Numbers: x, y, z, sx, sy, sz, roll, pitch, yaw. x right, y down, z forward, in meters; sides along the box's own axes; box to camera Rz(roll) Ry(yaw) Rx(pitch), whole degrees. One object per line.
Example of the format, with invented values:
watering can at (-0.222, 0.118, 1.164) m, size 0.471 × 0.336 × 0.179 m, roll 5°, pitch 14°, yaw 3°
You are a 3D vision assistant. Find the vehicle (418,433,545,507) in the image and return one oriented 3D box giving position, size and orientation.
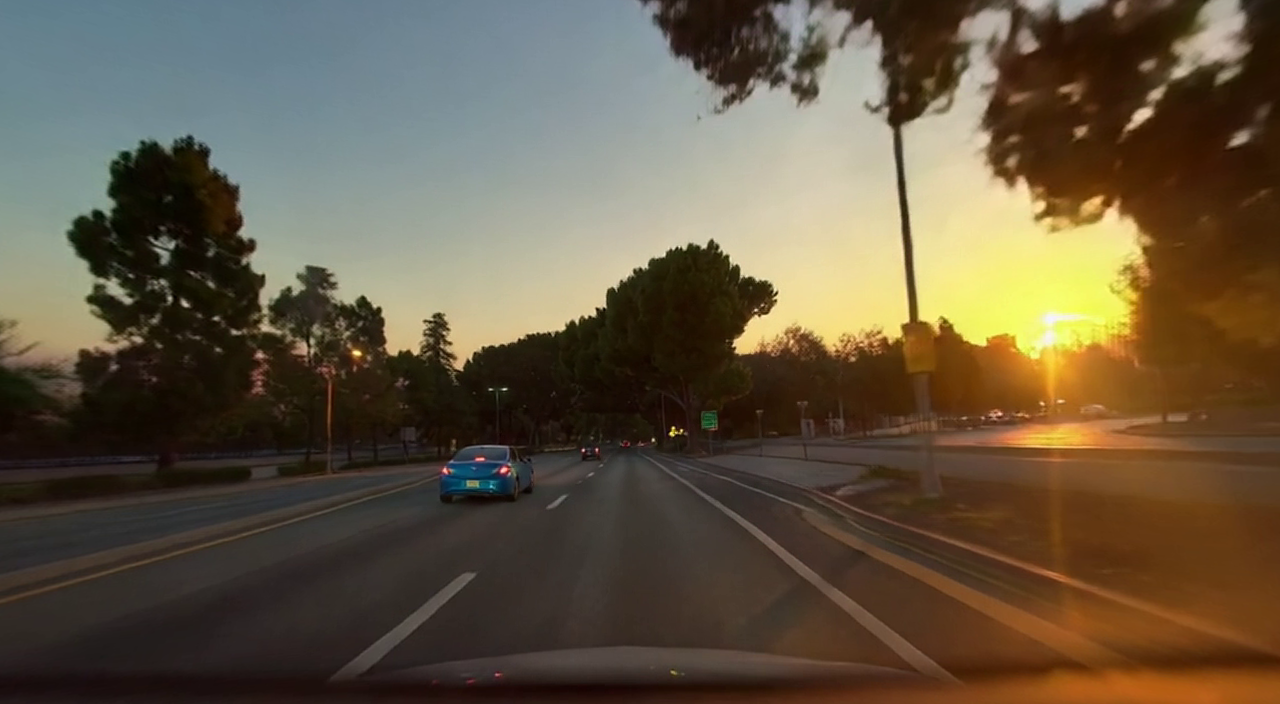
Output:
vehicle at (-3.525, 2.675, 14.888) m, size 1.964 × 1.472 × 4.078 m, roll 0°, pitch -8°, yaw -1°
